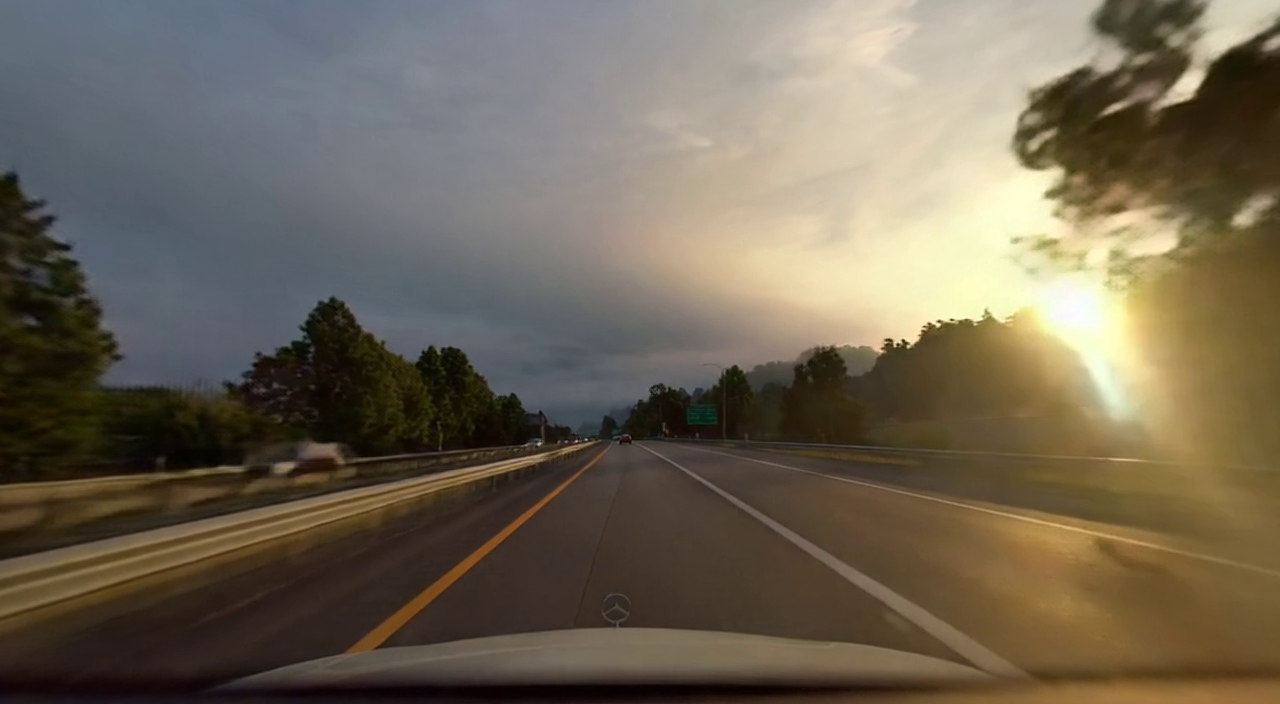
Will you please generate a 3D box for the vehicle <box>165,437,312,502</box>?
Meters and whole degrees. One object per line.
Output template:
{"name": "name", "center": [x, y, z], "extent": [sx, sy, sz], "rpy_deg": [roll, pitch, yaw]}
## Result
{"name": "vehicle", "center": [-13.971, 4.040, 22.283], "extent": [2.240, 2.042, 4.522], "rpy_deg": [0, -8, -1]}
